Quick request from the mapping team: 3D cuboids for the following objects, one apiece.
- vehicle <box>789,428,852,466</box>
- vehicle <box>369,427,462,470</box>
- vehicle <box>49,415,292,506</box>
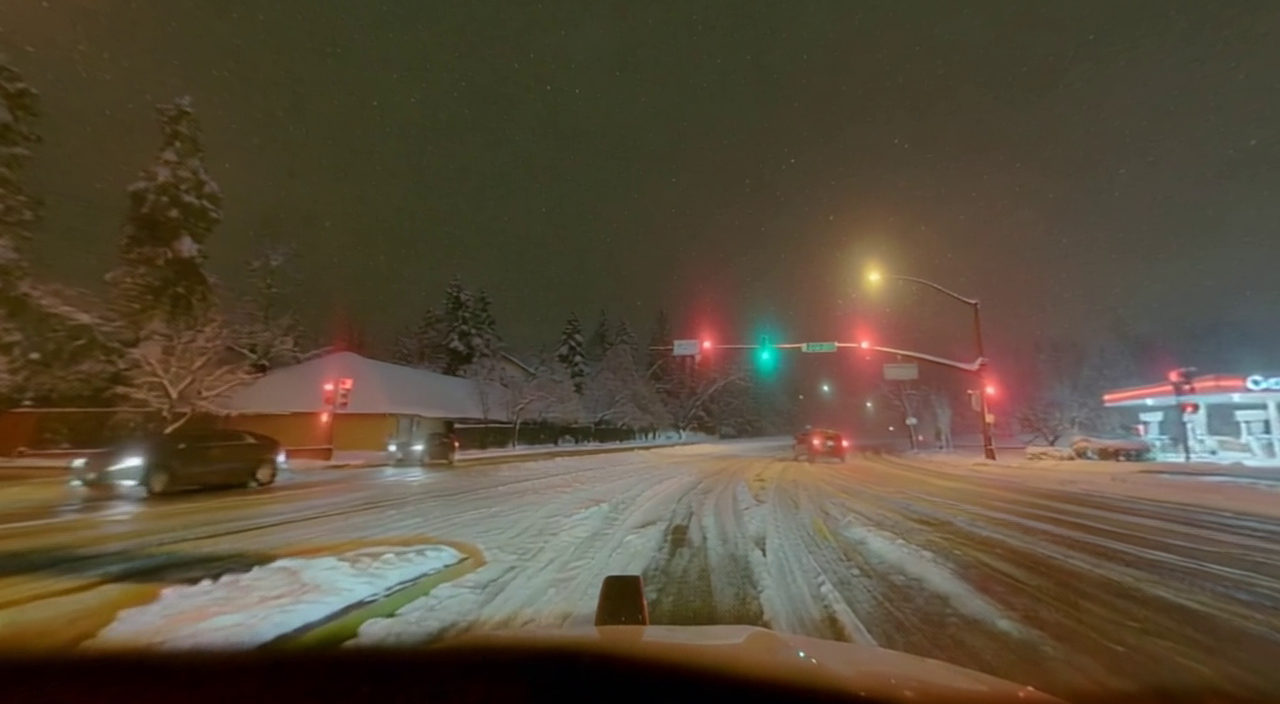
[{"bbox_3d":[8.706,4.653,30.670,2.090,1.717,4.063,0,-8,4],"label":"vehicle"},{"bbox_3d":[-10.072,4.392,28.587,2.090,1.779,4.697,-1,-9,6],"label":"vehicle"},{"bbox_3d":[-10.993,2.581,15.276,2.112,1.853,4.516,-1,-9,5],"label":"vehicle"}]
